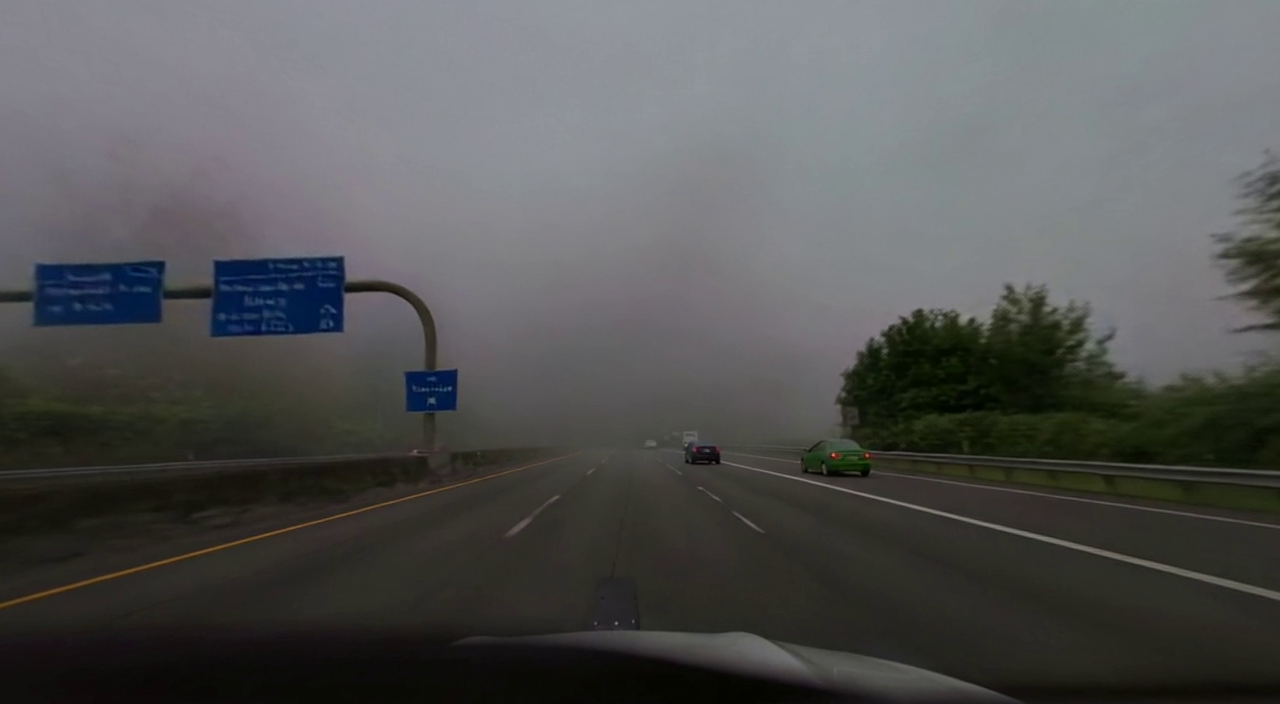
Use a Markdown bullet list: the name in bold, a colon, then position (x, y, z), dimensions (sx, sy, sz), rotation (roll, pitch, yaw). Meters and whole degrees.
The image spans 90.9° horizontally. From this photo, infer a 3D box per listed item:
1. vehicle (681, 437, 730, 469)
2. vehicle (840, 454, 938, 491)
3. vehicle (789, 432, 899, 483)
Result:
- **vehicle**: position (3.123, 4.882, 30.769), dimensions (1.819, 1.468, 3.770), rotation (0, -8, -2)
- **vehicle**: position (6.900, 3.357, 17.746), dimensions (1.535, 0.862, 2.814), rotation (0, -8, -2)
- **vehicle**: position (6.792, 3.528, 21.640), dimensions (2.003, 1.522, 4.940), rotation (0, -8, -1)
